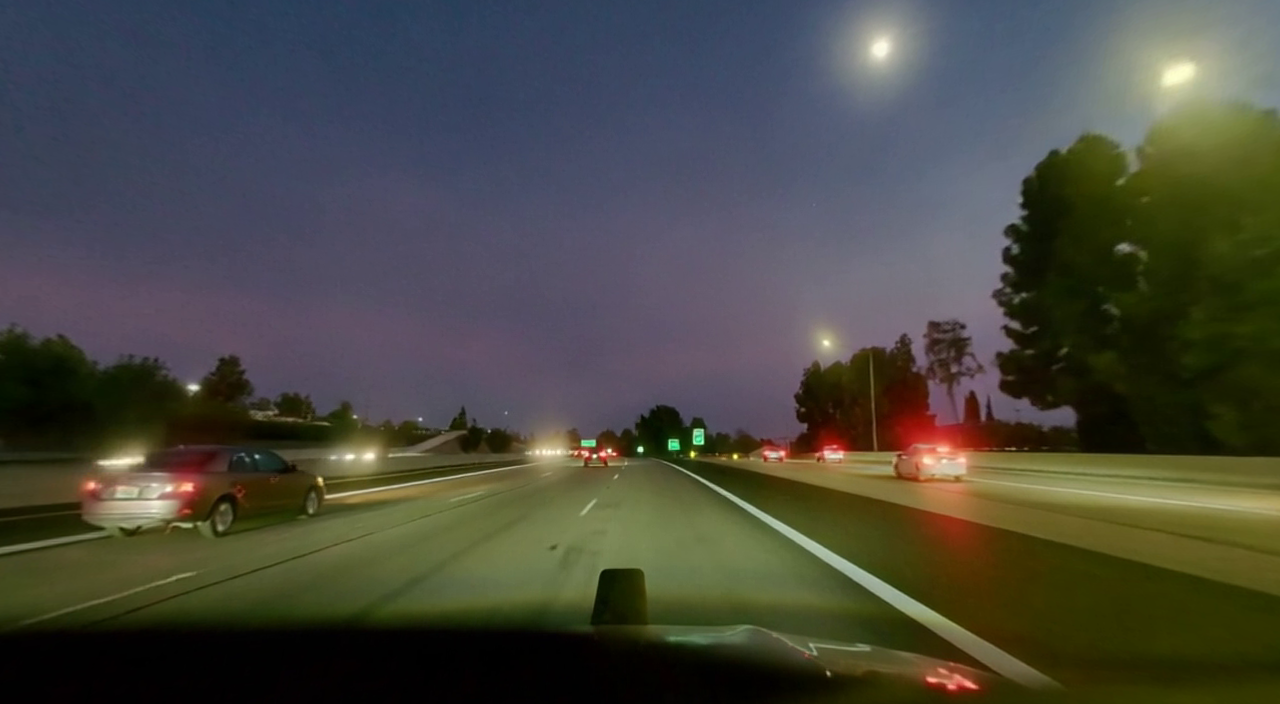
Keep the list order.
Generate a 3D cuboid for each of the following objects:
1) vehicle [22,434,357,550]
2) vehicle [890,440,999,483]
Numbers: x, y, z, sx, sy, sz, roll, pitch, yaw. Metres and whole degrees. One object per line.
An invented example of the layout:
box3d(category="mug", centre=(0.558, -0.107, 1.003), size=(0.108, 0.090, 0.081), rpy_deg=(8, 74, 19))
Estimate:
box3d(category="vehicle", centre=(-6.820, 2.128, 10.429), size=(2.038, 1.463, 4.656), rpy_deg=(0, -8, 1))
box3d(category="vehicle", centre=(11.928, 4.309, 25.183), size=(2.201, 1.535, 4.735), rpy_deg=(0, -8, 3))
